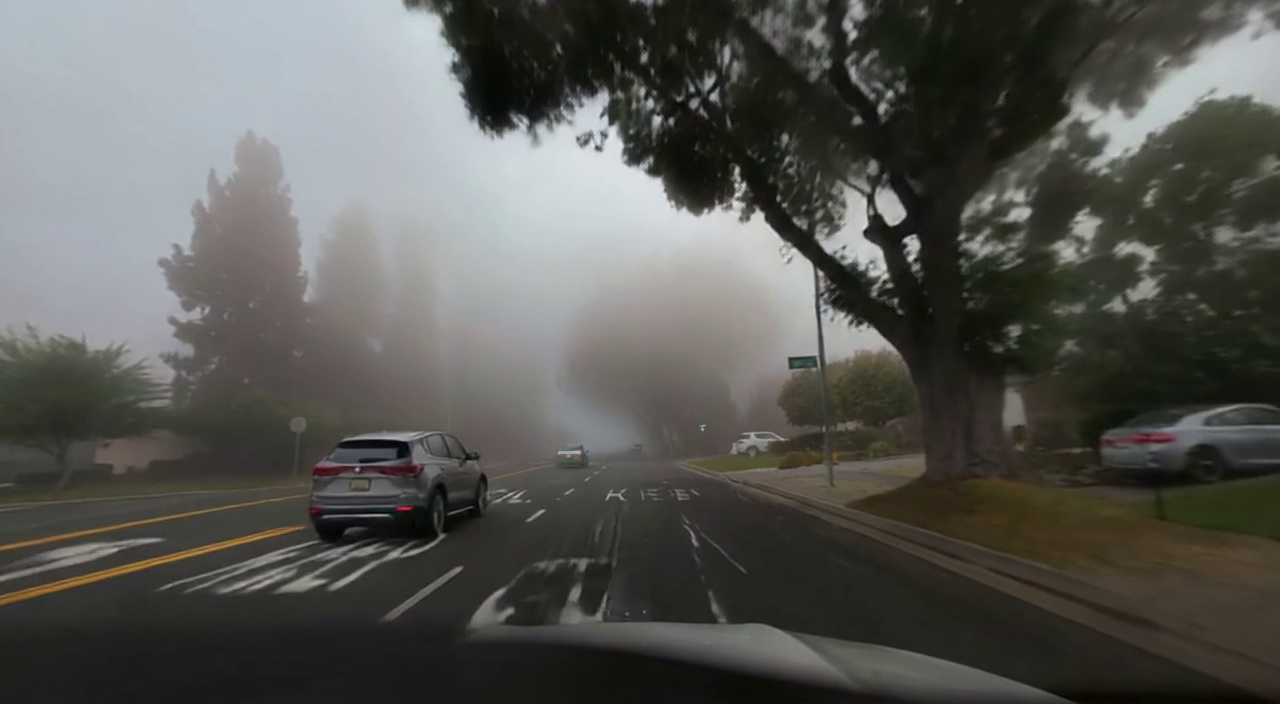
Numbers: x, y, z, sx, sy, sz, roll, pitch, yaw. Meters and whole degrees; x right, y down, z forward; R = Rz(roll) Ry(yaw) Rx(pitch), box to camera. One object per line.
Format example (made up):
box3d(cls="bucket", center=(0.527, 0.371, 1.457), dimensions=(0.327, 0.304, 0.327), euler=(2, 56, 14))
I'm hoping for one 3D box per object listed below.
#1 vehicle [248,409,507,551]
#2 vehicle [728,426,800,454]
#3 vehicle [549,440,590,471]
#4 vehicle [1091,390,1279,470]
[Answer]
box3d(cls="vehicle", center=(-3.784, 1.941, 10.202), dimensions=(2.190, 1.766, 4.394), euler=(0, -8, 2))
box3d(cls="vehicle", center=(9.355, 6.699, 47.890), dimensions=(4.944, 2.023, 1.973), euler=(0, -8, -3))
box3d(cls="vehicle", center=(-3.734, 5.547, 33.932), dimensions=(1.802, 1.528, 3.490), euler=(0, -8, -1))
box3d(cls="vehicle", center=(12.352, 1.629, 13.087), dimensions=(4.411, 1.522, 2.004), euler=(0, -8, -1))
